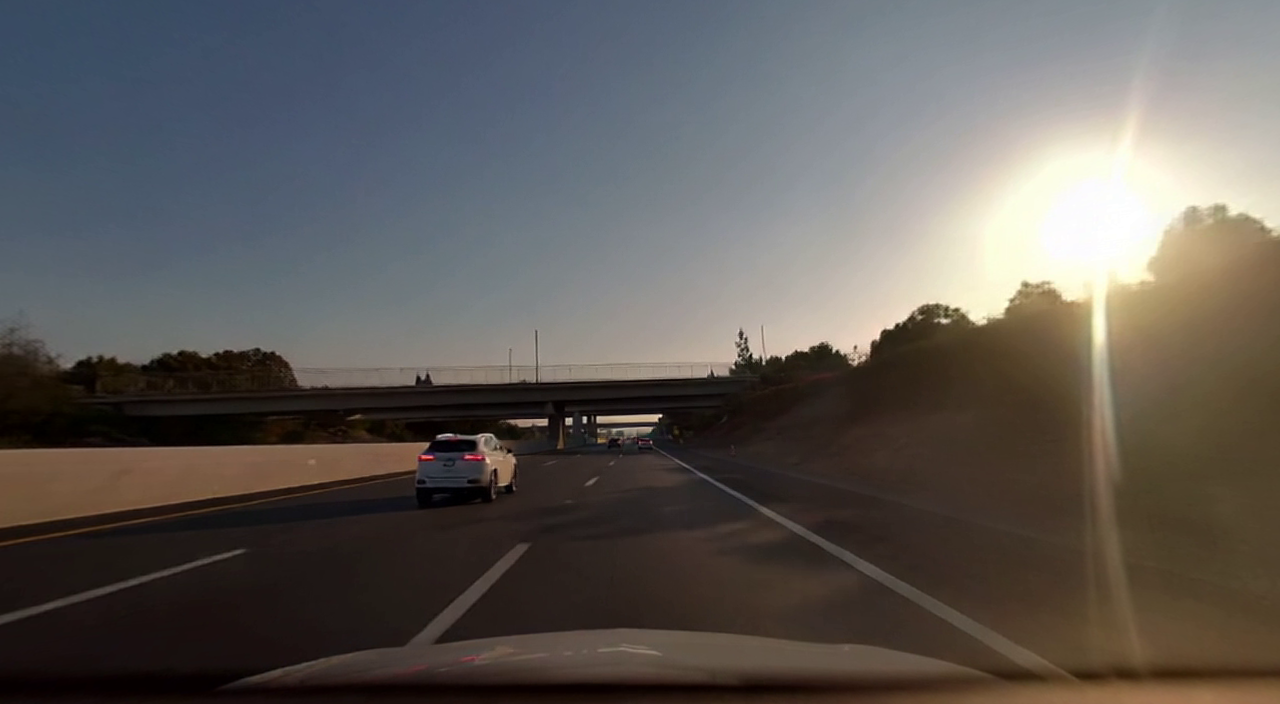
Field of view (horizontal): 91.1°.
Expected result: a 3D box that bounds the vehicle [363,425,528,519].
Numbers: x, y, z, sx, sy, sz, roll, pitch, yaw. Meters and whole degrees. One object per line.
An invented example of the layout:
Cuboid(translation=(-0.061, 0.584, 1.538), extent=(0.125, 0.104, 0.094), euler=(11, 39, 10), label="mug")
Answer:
Cuboid(translation=(-3.724, 2.352, 12.993), extent=(2.039, 1.589, 4.324), euler=(0, -8, 0), label="vehicle")
